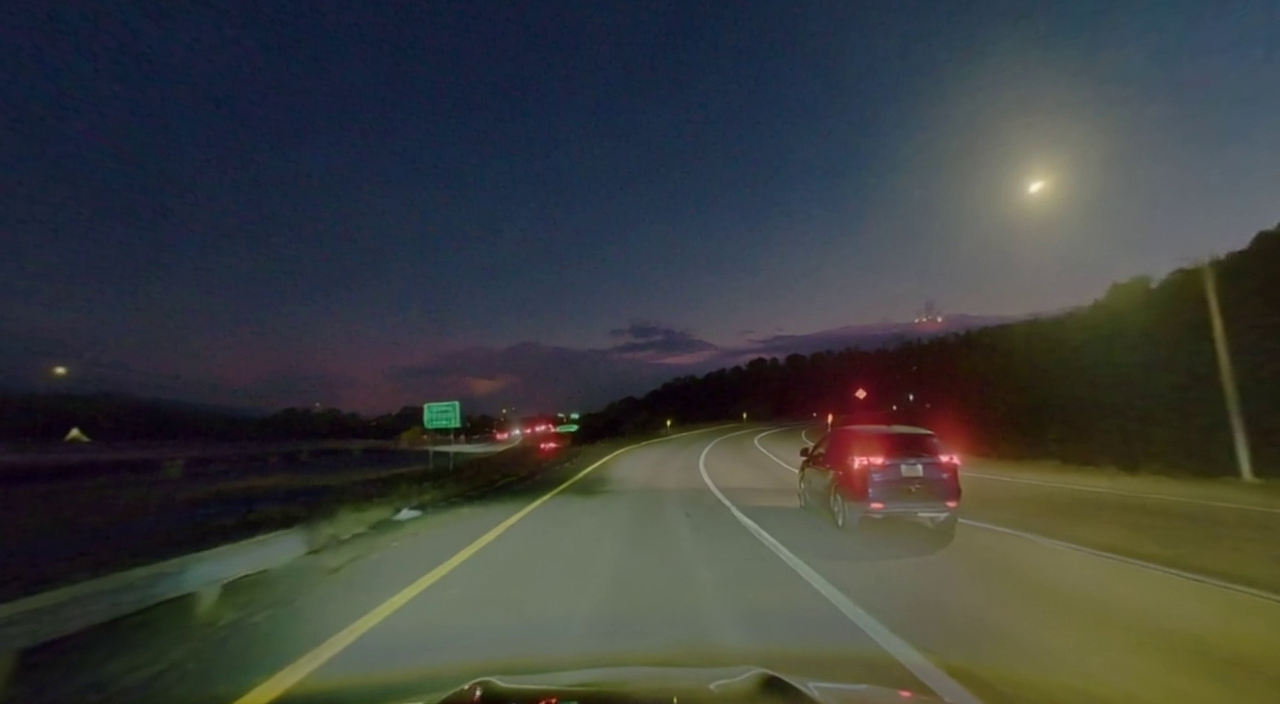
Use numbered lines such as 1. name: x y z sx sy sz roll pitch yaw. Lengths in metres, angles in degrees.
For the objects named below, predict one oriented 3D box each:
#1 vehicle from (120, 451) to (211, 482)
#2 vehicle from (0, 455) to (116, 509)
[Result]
1. vehicle: -30.018 7.241 40.072 2.209 1.778 5.108 1 -8 -6
2. vehicle: -20.691 4.320 21.370 2.045 1.513 4.795 1 -8 -6
